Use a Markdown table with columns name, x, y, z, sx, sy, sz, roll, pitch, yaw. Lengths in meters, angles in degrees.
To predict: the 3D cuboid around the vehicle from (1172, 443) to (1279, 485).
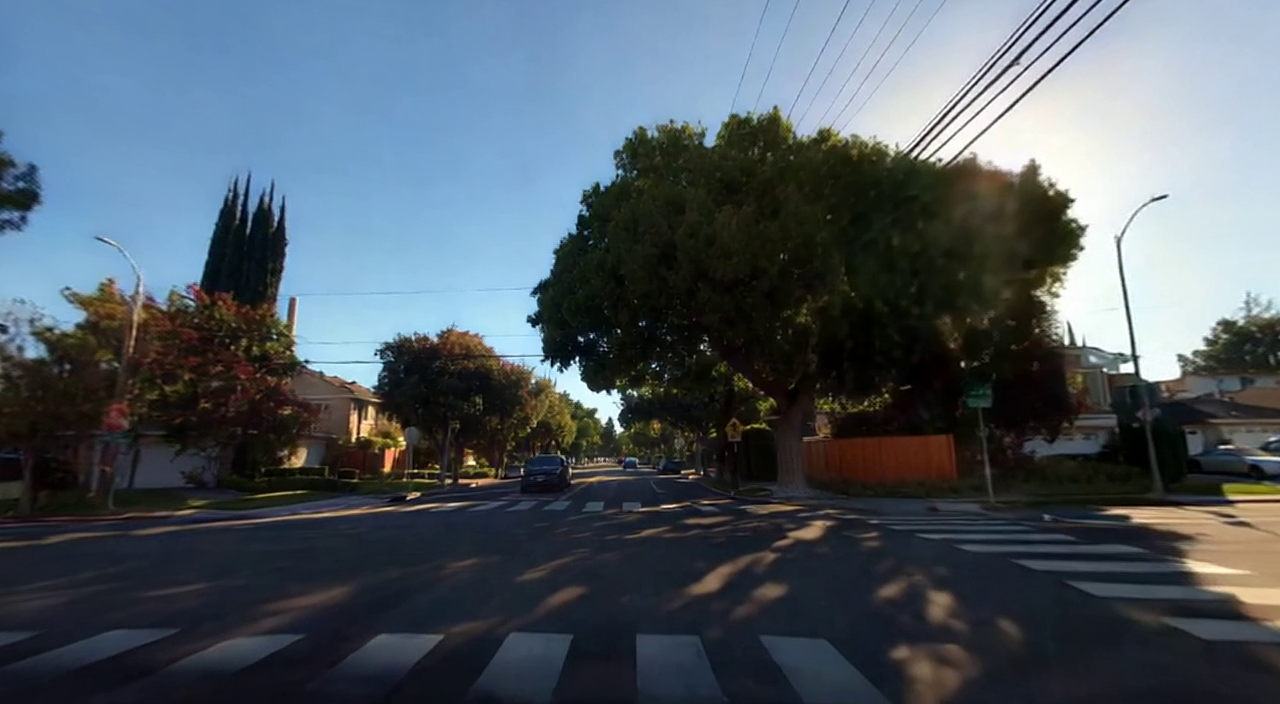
| name | x | y | z | sx | sy | sz | roll | pitch | yaw |
| --- | --- | --- | --- | --- | --- | --- | --- | --- | --- |
| vehicle | 23.328 | 4.222 | 24.094 | 1.841 | 1.448 | 4.688 | 0 | -9 | -2 |

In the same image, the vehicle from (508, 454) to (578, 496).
| name | x | y | z | sx | sy | sz | roll | pitch | yaw |
| --- | --- | --- | --- | --- | --- | --- | --- | --- | --- |
| vehicle | -3.722 | 4.817 | 25.060 | 2.102 | 1.463 | 4.024 | 0 | -9 | 1 |
